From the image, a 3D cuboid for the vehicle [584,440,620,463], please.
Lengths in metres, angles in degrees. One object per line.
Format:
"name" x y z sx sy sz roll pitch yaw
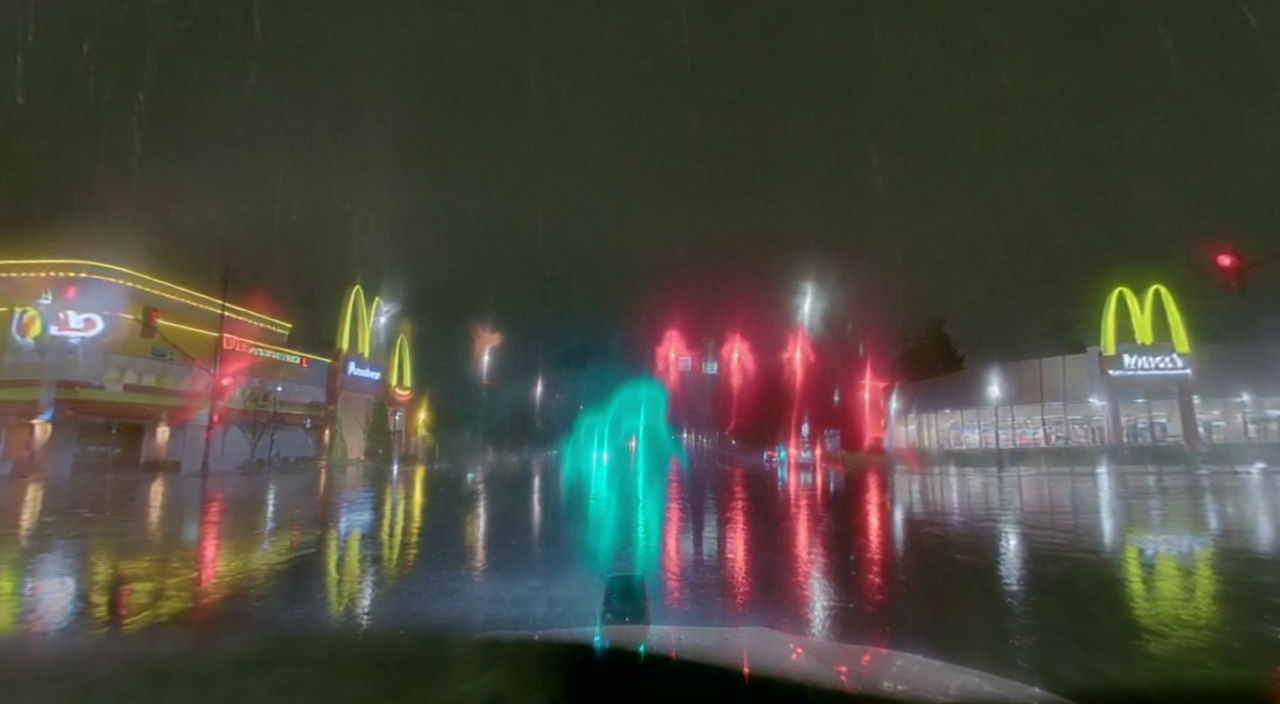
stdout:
"vehicle" -2.512 6.699 42.491 2.104 1.468 4.195 0 -8 1
